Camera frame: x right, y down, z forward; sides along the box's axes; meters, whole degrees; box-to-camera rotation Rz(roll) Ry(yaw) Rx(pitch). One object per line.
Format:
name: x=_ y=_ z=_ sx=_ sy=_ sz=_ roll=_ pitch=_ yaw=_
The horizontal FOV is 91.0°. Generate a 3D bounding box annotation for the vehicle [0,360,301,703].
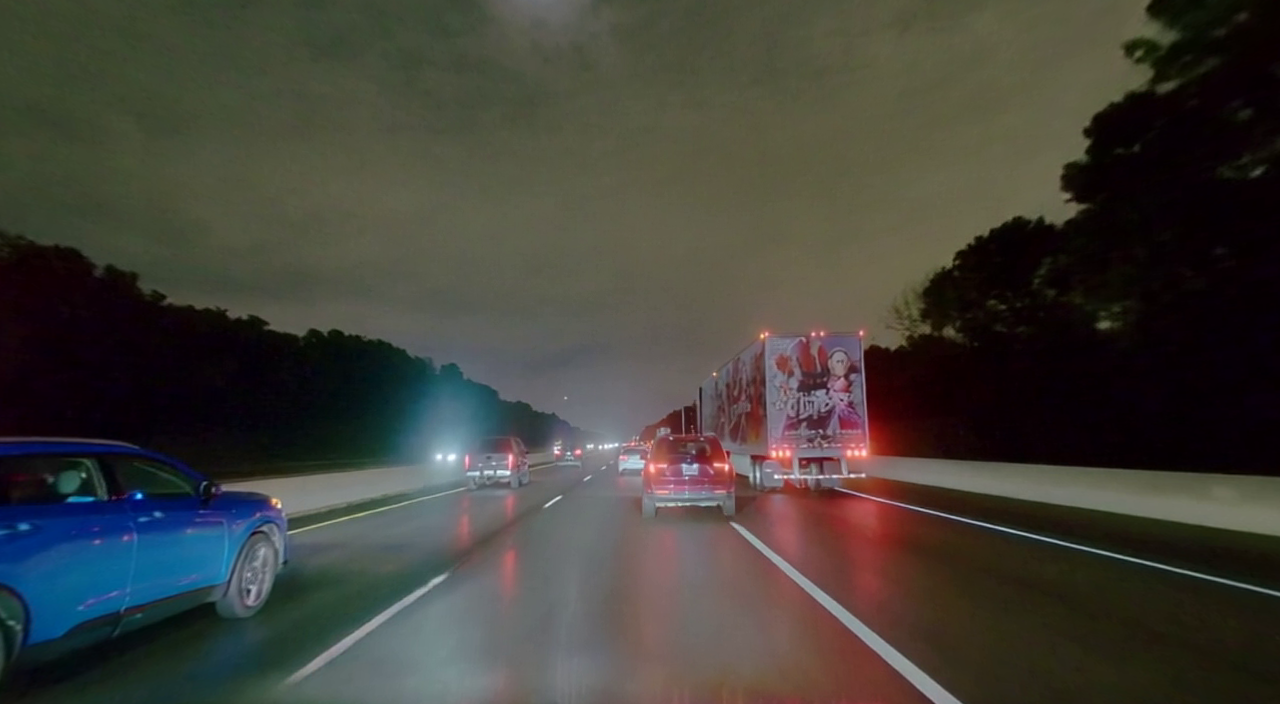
vehicle: x=-4.051 y=0.931 z=3.349 sx=1.983 sy=1.666 sz=4.452 roll=0 pitch=-8 yaw=0

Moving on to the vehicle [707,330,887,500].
vehicle: x=4.514 y=2.498 z=22.291 sx=2.828 sy=4.081 sz=14.220 roll=0 pitch=-8 yaw=0

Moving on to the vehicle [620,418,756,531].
vehicle: x=0.675 y=2.072 z=11.196 sx=2.017 sy=1.662 sz=3.543 roll=0 pitch=-8 yaw=-1

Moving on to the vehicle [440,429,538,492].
vehicle: x=-4.262 y=3.122 z=18.424 sx=1.905 sy=1.642 sz=3.803 roll=0 pitch=-8 yaw=0

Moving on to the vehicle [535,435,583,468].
vehicle: x=-4.456 y=5.540 z=35.271 sx=2.014 sy=1.683 sz=4.275 roll=0 pitch=-8 yaw=1
